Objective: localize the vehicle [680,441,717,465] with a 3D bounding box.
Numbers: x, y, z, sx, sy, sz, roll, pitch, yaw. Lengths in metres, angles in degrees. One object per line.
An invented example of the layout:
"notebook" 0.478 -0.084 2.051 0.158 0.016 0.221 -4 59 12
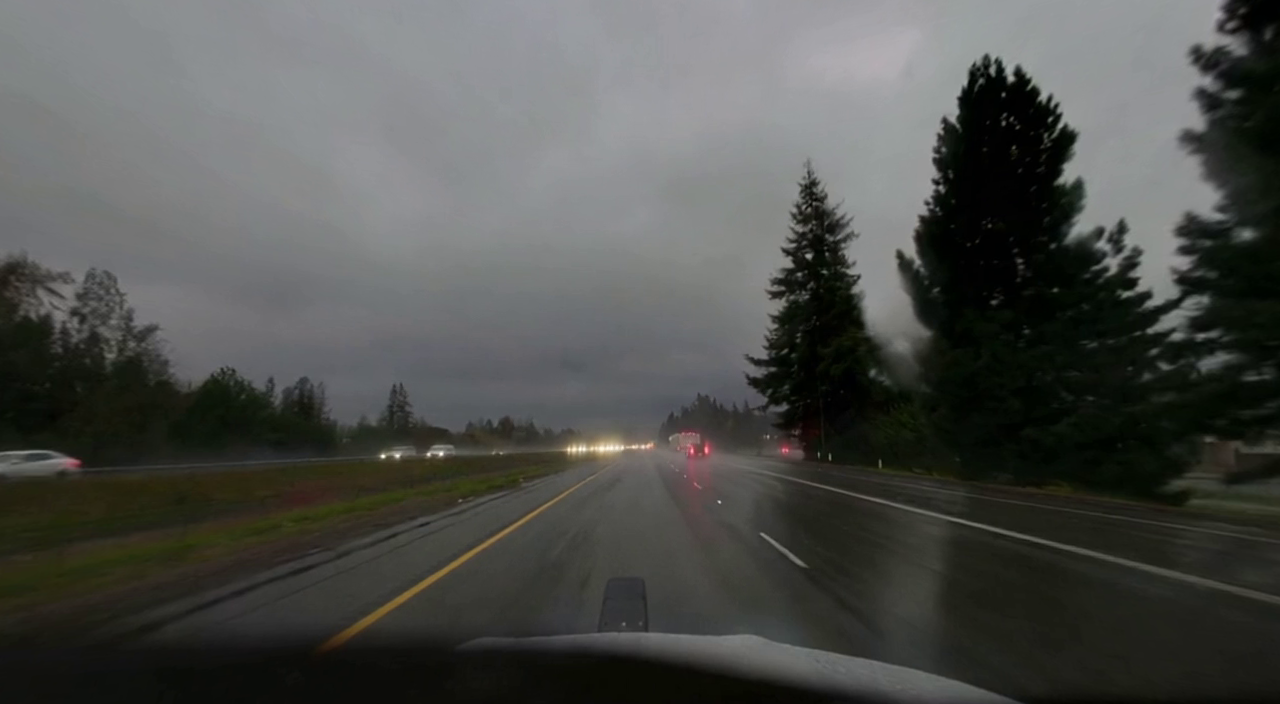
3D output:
"vehicle" 3.894 6.829 42.903 2.062 1.518 4.026 0 -8 -1
